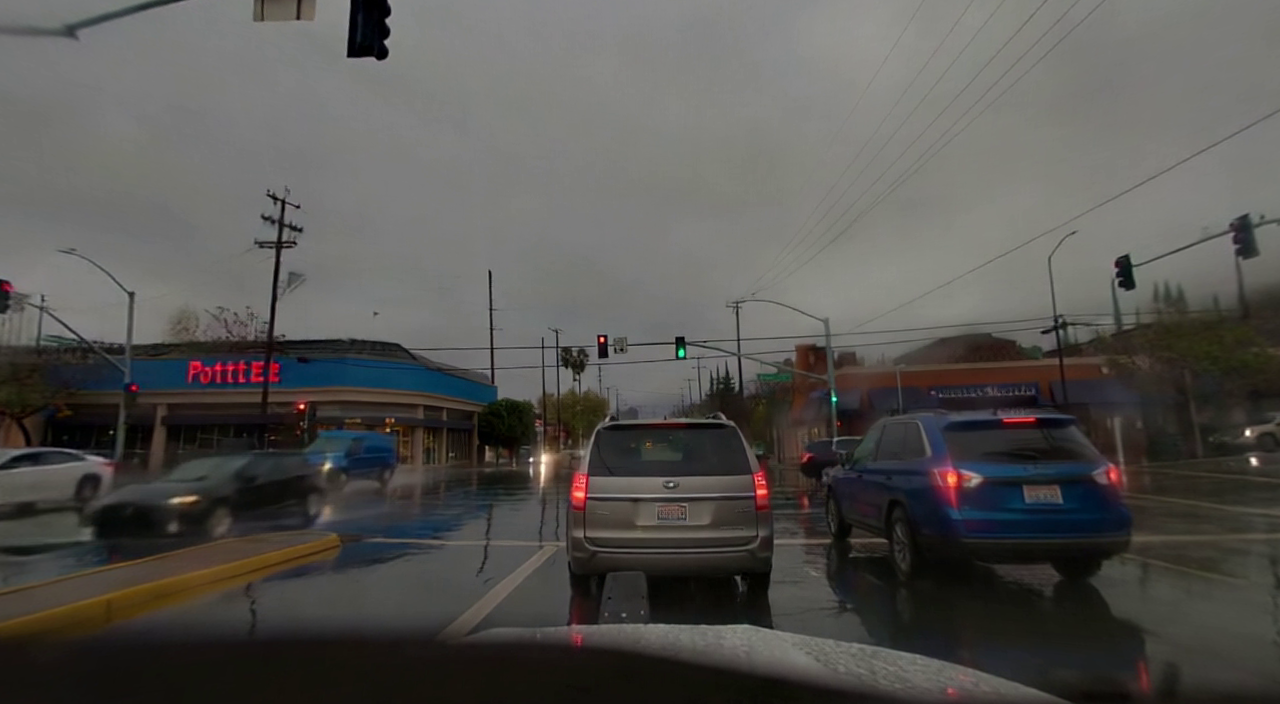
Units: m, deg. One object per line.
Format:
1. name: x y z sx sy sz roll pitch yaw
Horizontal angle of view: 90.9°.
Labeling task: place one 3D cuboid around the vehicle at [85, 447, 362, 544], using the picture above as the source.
1. vehicle: -7.600 2.614 12.284 2.017 1.468 4.663 -1 -8 3

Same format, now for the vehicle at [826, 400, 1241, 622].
1. vehicle: 3.613 1.519 6.964 1.976 1.664 4.189 -1 -8 2

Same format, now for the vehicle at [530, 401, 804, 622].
1. vehicle: 0.259 1.507 6.830 2.098 1.682 3.778 0 -8 2

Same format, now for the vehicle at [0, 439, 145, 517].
1. vehicle: -14.719 2.921 14.936 1.943 1.680 4.709 -1 -8 3

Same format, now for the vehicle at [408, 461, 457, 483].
1. vehicle: -15.490 8.964 47.271 1.875 1.475 4.449 -1 -8 5
